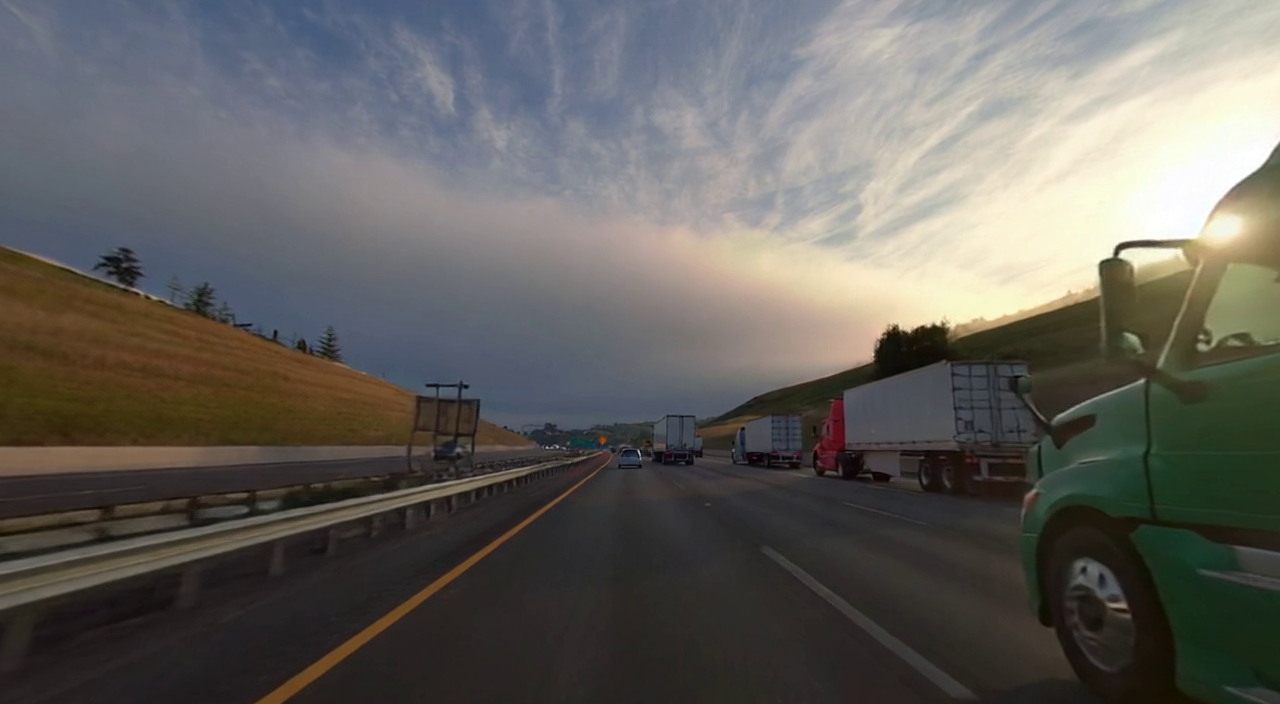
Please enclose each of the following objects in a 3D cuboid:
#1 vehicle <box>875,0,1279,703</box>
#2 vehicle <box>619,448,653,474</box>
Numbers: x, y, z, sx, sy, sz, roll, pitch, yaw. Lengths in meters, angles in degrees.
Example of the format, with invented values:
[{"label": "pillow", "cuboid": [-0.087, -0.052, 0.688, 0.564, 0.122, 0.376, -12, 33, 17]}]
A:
[{"label": "vehicle", "cuboid": [3.613, -0.055, 2.323, 2.990, 3.934, 6.180, 0, -9, 0]}, {"label": "vehicle", "cuboid": [-0.258, 6.361, 36.973, 1.927, 1.437, 3.794, 0, -9, -1]}]
